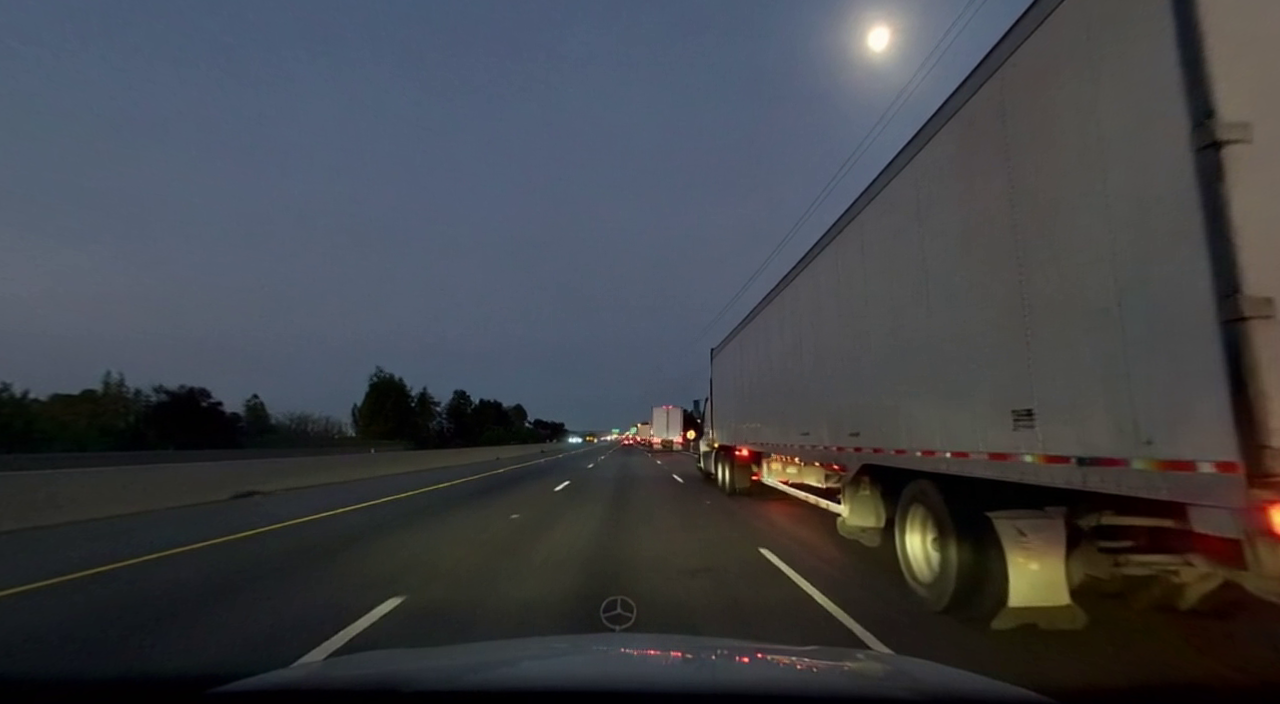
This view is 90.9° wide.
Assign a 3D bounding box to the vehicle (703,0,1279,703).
[{"bbox_3d":[3.329,0.464,9.091,2.905,4.080,14.157,0,-8,-2],"label":"vehicle"}]
